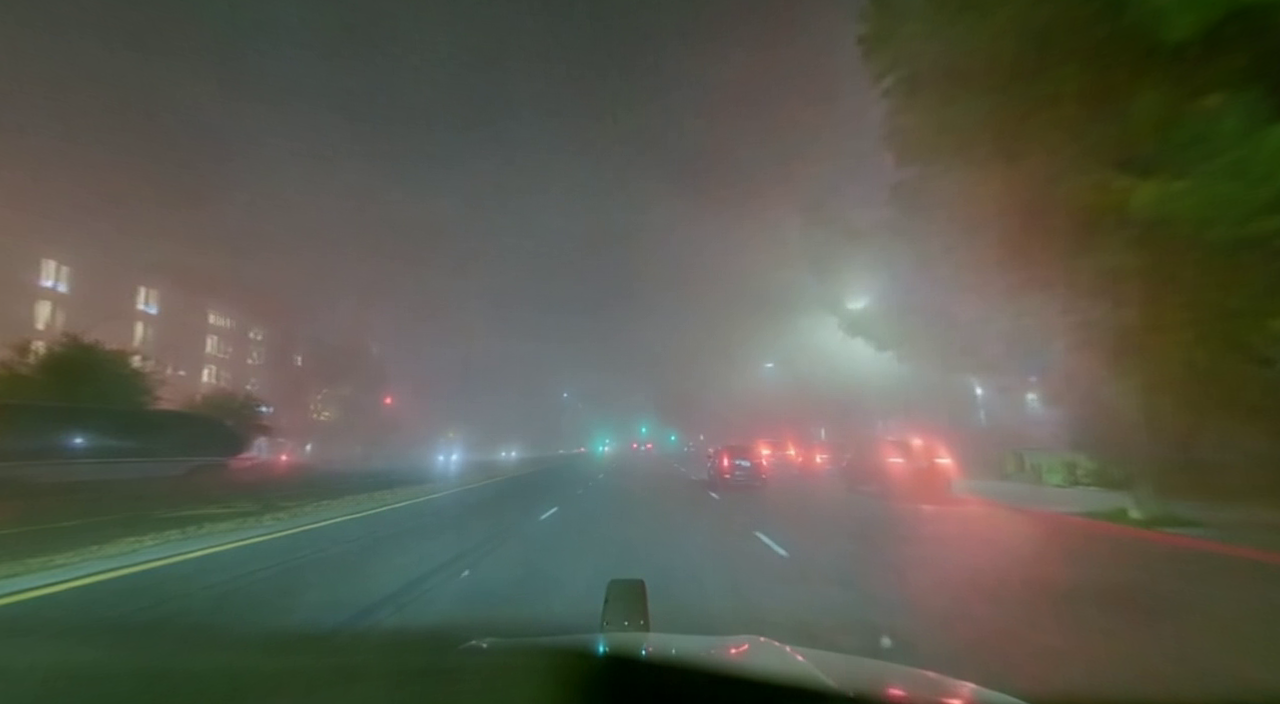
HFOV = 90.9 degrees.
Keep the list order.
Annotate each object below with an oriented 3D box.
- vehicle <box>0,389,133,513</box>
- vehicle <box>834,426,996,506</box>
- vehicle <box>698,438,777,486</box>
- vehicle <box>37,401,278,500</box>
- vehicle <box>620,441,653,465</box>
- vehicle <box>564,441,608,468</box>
[{"bbox_3d":[-19.195,2.686,16.969,2.995,3.396,9.534,0,-8,1],"label":"vehicle"},{"bbox_3d":[6.877,2.898,16.495,2.023,1.758,4.795,0,-8,0],"label":"vehicle"},{"bbox_3d":[3.239,3.751,21.847,1.990,1.486,4.431,0,-8,0],"label":"vehicle"},{"bbox_3d":[-19.083,4.030,26.092,2.780,3.339,8.934,0,-8,1],"label":"vehicle"},{"bbox_3d":[-0.219,6.745,42.355,2.101,1.480,3.929,0,-8,1],"label":"vehicle"},{"bbox_3d":[-3.093,5.989,36.967,2.082,1.467,4.379,0,-8,1],"label":"vehicle"}]
